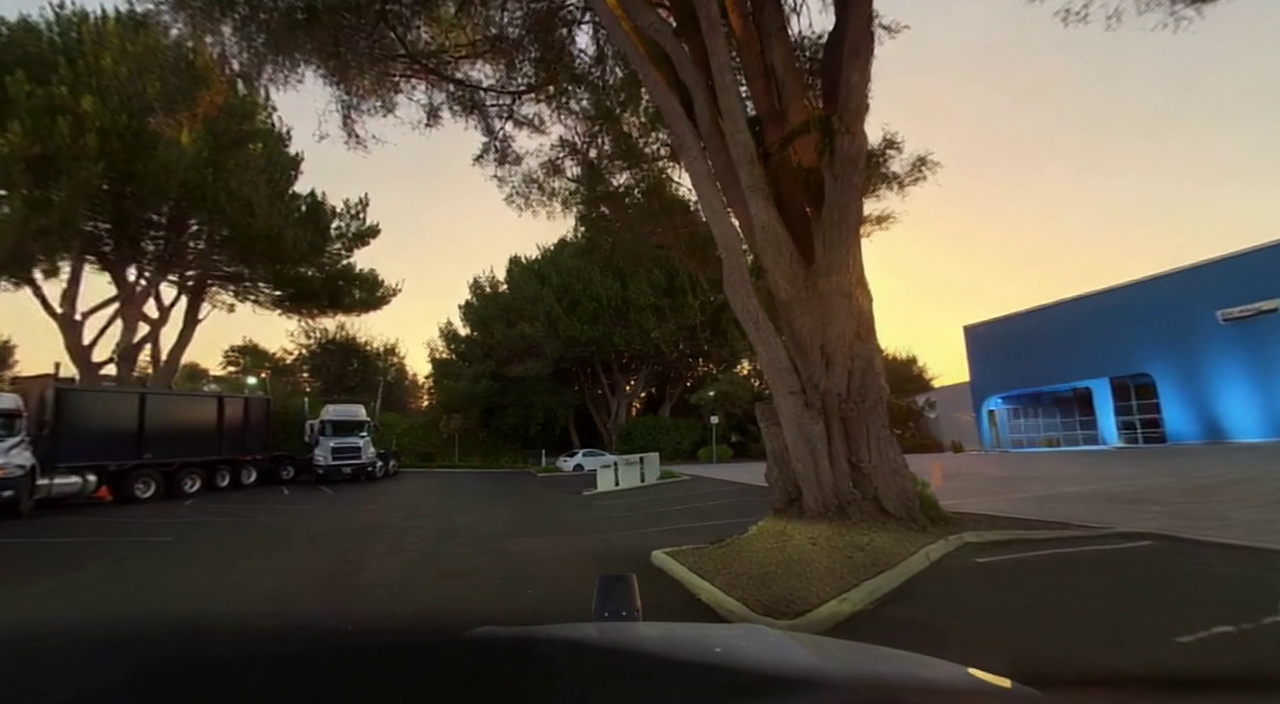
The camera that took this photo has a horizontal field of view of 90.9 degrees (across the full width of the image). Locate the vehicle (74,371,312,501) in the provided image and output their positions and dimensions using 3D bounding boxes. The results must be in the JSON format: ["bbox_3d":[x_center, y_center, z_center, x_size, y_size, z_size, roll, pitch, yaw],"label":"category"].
[{"bbox_3d":[-17.614,3.344,24.396,11.906,4.069,2.948,-6,-11,33],"label":"vehicle"}]

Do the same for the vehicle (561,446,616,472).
[{"bbox_3d":[-3.202,6.706,39.614,1.809,1.506,3.473,-5,-10,29],"label":"vehicle"}]

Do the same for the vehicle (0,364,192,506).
[{"bbox_3d":[-19.897,2.958,21.781,11.512,3.871,3.038,-6,-11,34],"label":"vehicle"}]
